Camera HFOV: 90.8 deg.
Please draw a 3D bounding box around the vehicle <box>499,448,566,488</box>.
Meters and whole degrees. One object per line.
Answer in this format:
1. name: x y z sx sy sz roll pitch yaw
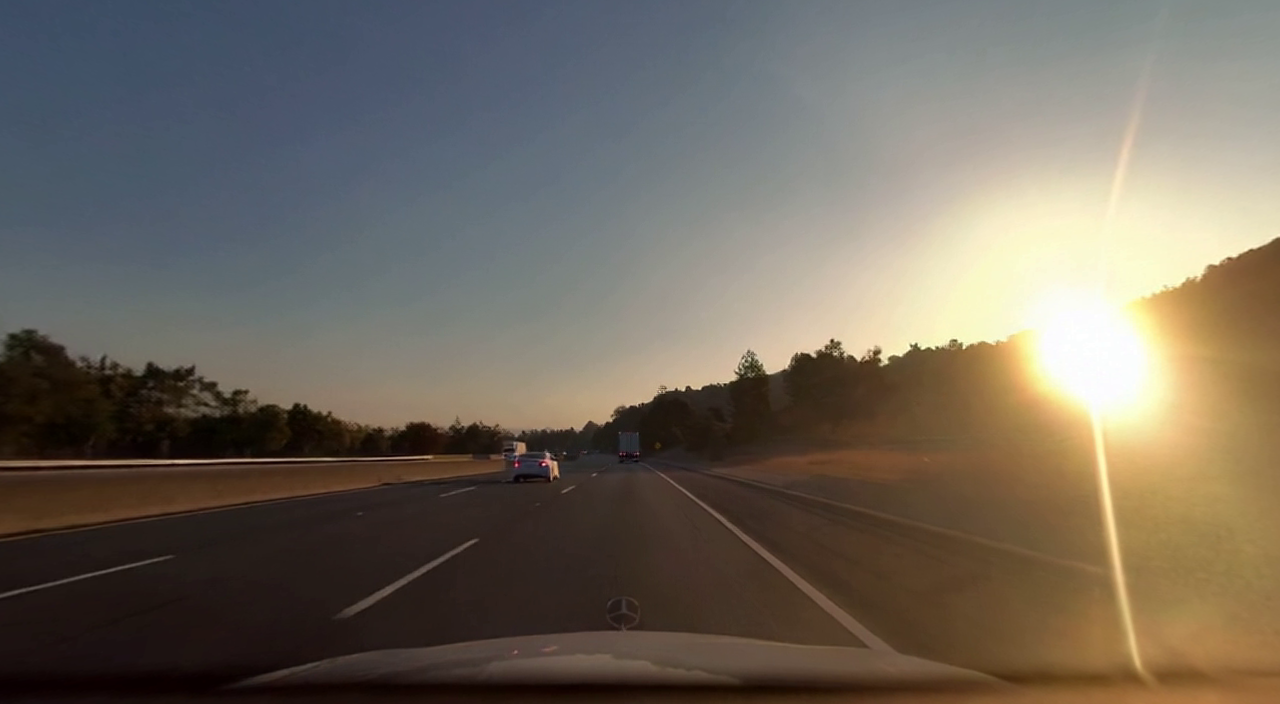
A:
1. vehicle: -4.703 5.125 28.306 2.108 1.573 5.000 0 -9 0
